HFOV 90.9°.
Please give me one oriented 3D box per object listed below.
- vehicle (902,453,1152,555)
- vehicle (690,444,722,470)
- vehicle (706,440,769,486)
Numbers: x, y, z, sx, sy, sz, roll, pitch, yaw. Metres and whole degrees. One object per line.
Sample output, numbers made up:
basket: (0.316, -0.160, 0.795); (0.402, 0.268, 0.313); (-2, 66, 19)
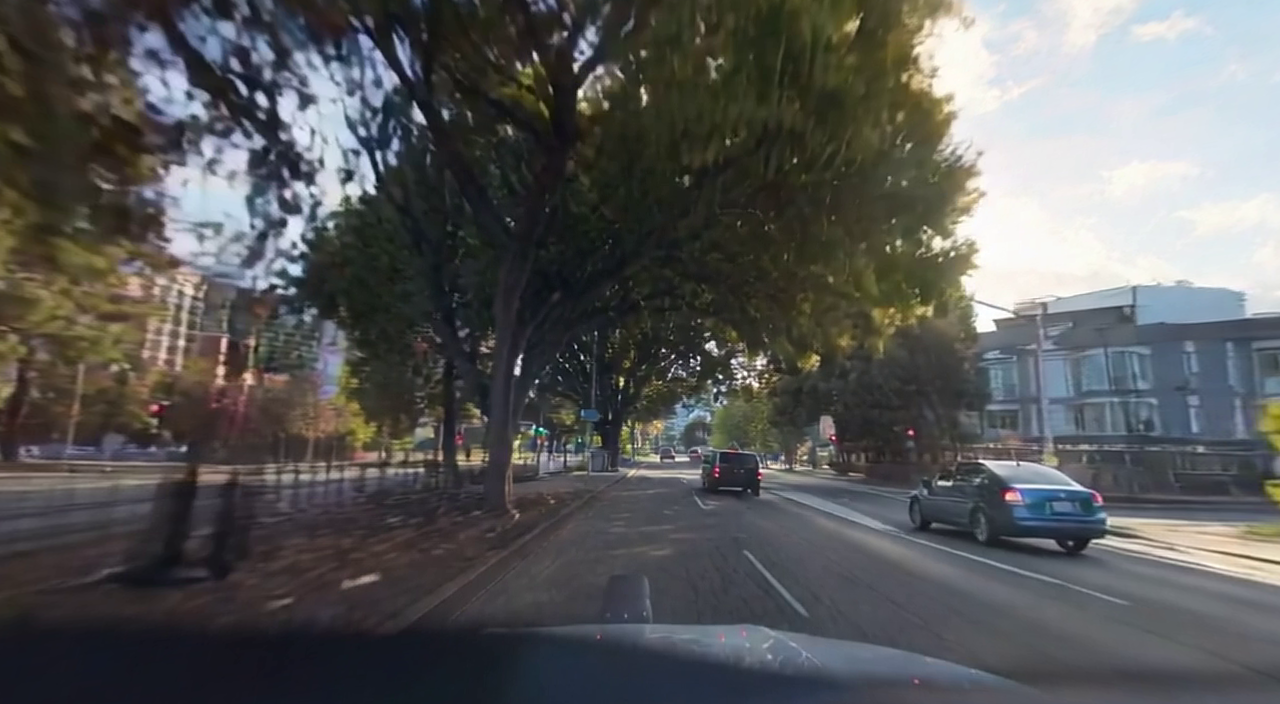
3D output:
vehicle: (6.975, 2.737, 12.121); (1.899, 1.496, 4.559); (0, -8, 0)
vehicle: (4.964, 7.950, 47.963); (2.102, 1.859, 4.349); (0, -9, 1)
vehicle: (4.241, 4.887, 28.136); (2.154, 1.844, 4.634); (0, -8, 1)
